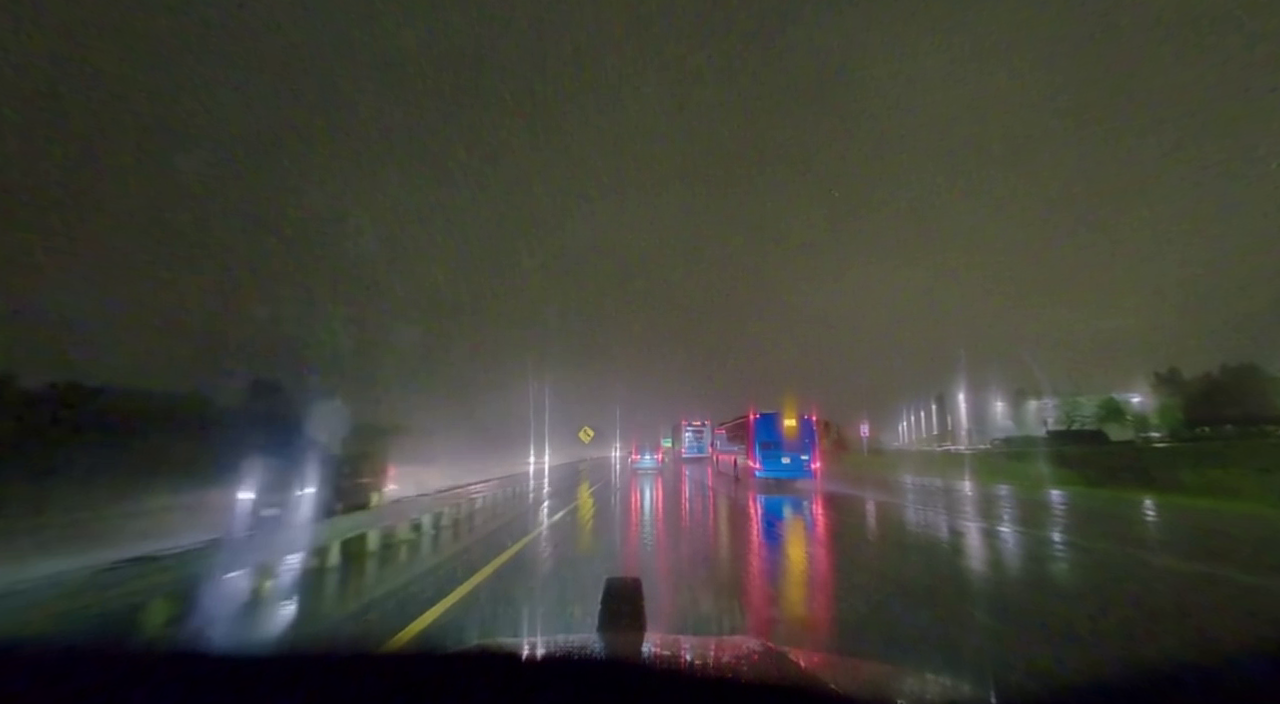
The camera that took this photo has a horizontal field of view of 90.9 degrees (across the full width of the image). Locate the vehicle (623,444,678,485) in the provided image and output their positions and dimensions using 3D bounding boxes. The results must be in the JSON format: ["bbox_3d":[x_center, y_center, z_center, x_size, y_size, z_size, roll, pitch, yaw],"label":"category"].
[{"bbox_3d":[0.382,4.358,24.663,2.004,1.449,3.817,0,-9,0],"label":"vehicle"}]

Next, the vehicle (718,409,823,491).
[{"bbox_3d":[4.436,3.523,22.702,2.440,2.555,5.957,0,-9,-1],"label":"vehicle"}]

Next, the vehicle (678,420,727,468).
[{"bbox_3d":[4.661,7.102,48.617,2.883,3.358,7.942,0,-9,-1],"label":"vehicle"}]

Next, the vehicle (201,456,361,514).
[{"bbox_3d":[-10.466,3.881,18.858,2.076,1.459,4.477,0,-9,1],"label":"vehicle"}]
